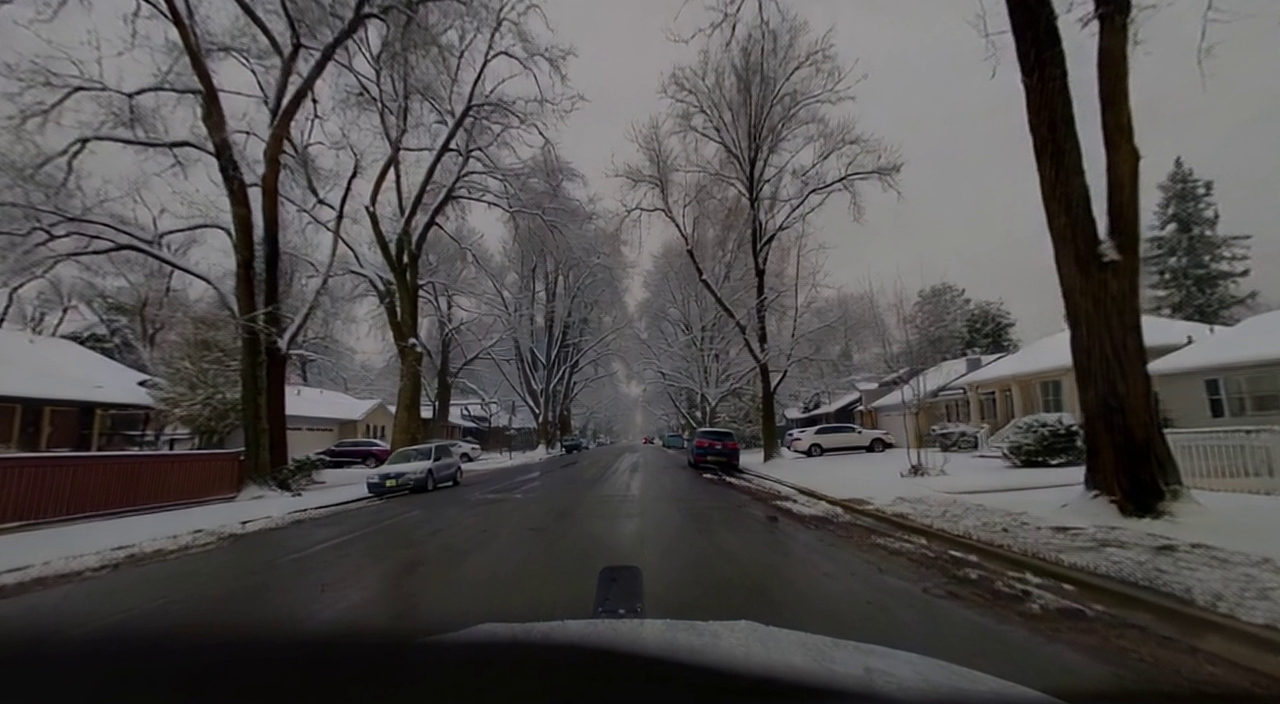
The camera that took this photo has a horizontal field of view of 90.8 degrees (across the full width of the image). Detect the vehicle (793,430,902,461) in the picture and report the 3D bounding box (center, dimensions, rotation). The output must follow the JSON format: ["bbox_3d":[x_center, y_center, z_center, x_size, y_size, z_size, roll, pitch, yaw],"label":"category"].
[{"bbox_3d":[10.408,4.769,32.111,5.041,1.486,1.969,-2,-9,14],"label":"vehicle"}]

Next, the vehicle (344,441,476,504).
[{"bbox_3d":[-6.428,3.377,18.243,2.099,1.399,4.357,-4,-8,1],"label":"vehicle"}]

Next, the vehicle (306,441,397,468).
[{"bbox_3d":[-16.286,5.809,35.783,4.276,1.463,1.832,-1,-8,7],"label":"vehicle"}]

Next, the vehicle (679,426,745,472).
[{"bbox_3d":[3.126,4.378,28.587,2.241,1.875,5.059,0,-8,-1],"label":"vehicle"}]
